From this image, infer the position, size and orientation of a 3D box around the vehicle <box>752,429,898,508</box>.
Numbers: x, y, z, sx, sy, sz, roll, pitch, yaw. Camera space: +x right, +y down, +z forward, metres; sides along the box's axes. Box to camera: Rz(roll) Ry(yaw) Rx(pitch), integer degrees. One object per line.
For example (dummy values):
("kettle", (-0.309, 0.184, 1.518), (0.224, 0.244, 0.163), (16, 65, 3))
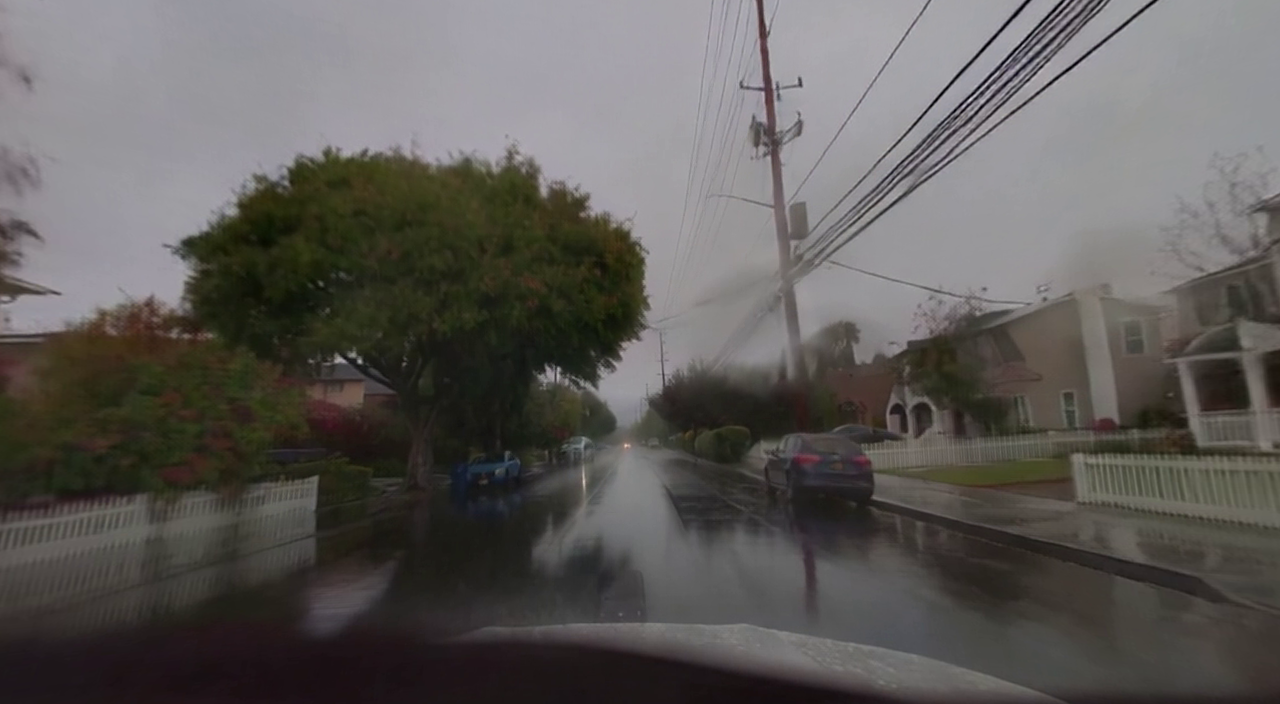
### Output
("vehicle", (4.104, 2.645, 14.781), (2.020, 1.558, 3.925), (0, -8, -3))

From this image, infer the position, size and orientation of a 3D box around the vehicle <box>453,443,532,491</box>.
("vehicle", (-5.875, 4.608, 25.830), (1.954, 1.551, 5.128), (-3, -7, 0))
